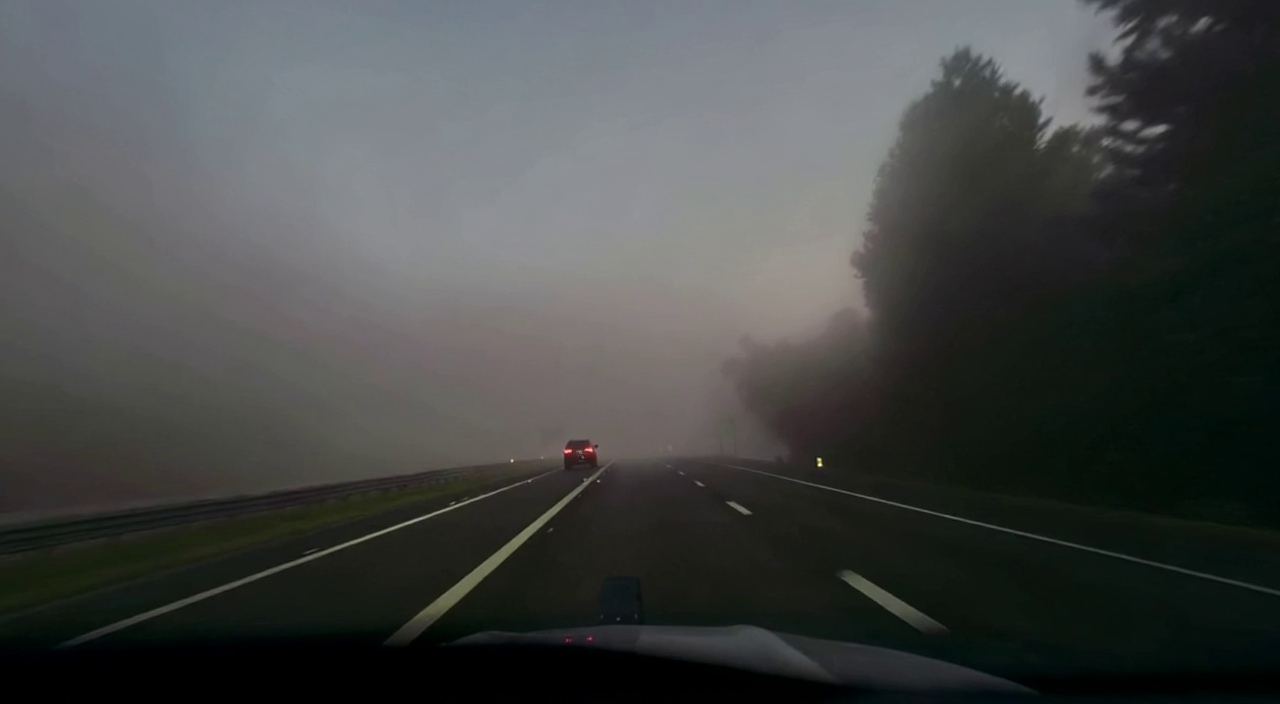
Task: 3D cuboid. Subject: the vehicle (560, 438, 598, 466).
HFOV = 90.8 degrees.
[{"bbox_3d":[-4.208,6.993,44.356,2.130,1.823,4.761,0,-8,1],"label":"vehicle"}]
